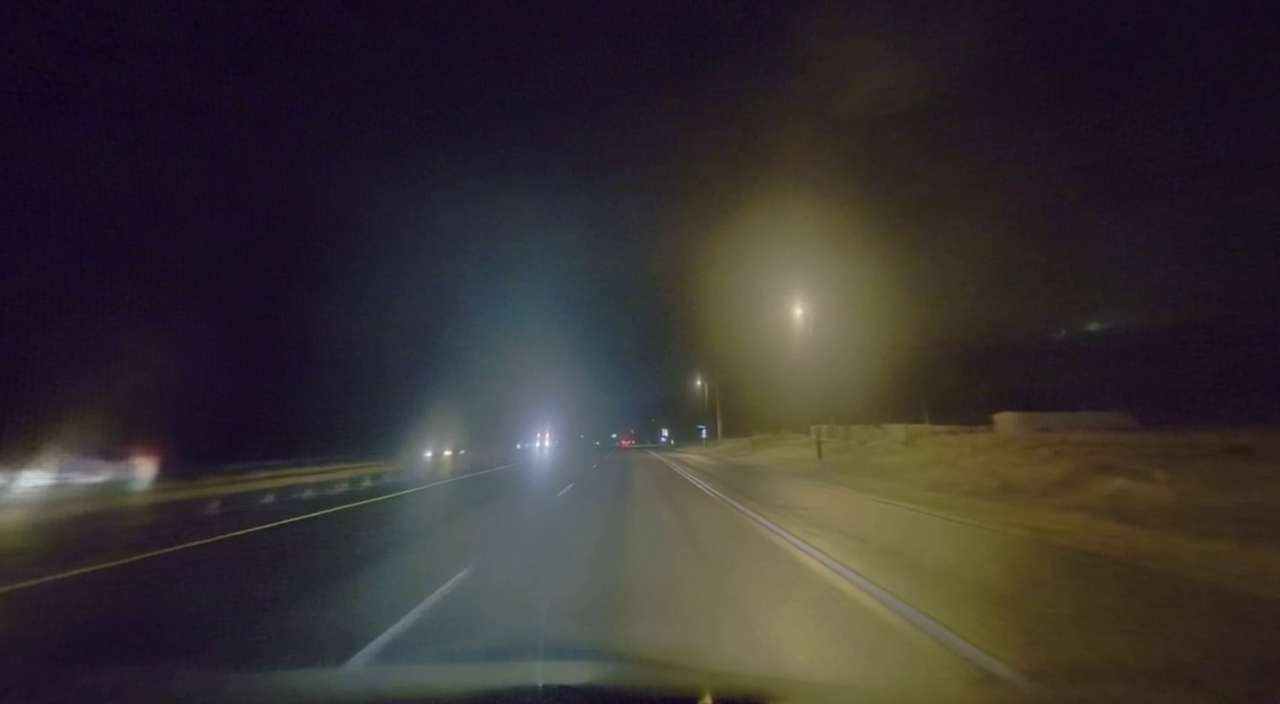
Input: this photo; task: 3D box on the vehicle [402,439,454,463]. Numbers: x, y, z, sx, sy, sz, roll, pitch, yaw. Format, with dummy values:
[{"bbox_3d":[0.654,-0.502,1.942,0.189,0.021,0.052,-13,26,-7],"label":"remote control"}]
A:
[{"bbox_3d":[-13.464,6.274,40.278,1.859,1.466,4.539,0,-8,-2],"label":"vehicle"}]
